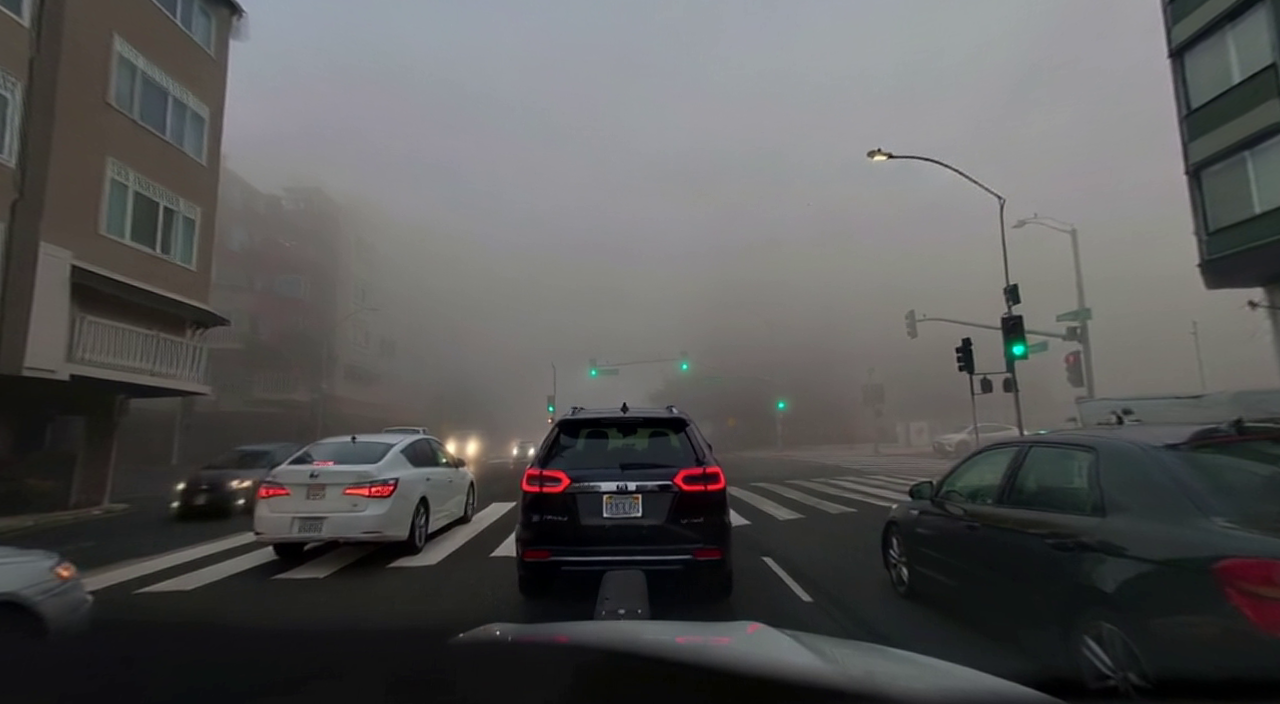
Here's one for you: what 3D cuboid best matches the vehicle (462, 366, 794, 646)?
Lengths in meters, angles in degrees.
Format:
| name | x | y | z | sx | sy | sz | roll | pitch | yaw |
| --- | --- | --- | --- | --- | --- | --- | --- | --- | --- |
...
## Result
| name | x | y | z | sx | sy | sz | roll | pitch | yaw |
| --- | --- | --- | --- | --- | --- | --- | --- | --- | --- |
| vehicle | -0.106 | 1.409 | 6.967 | 2.206 | 1.858 | 5.332 | 0 | -8 | 0 |

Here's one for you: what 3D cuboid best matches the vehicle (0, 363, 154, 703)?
| name | x | y | z | sx | sy | sz | roll | pitch | yaw |
| --- | --- | --- | --- | --- | --- | --- | --- | --- | --- |
| vehicle | -3.819 | 0.641 | 0.931 | 2.126 | 1.693 | 5.289 | 0 | -8 | -2 |

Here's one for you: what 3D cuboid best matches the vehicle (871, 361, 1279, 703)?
| name | x | y | z | sx | sy | sz | roll | pitch | yaw |
| --- | --- | --- | --- | --- | --- | --- | --- | --- | --- |
| vehicle | 3.177 | 1.072 | 3.825 | 1.906 | 1.608 | 4.137 | 0 | -8 | -1 |

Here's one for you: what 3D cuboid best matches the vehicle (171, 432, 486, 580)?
| name | x | y | z | sx | sy | sz | roll | pitch | yaw |
| --- | --- | --- | --- | --- | --- | --- | --- | --- | --- |
| vehicle | -3.788 | 1.935 | 8.924 | 2.055 | 1.488 | 4.733 | 0 | -8 | 0 |
